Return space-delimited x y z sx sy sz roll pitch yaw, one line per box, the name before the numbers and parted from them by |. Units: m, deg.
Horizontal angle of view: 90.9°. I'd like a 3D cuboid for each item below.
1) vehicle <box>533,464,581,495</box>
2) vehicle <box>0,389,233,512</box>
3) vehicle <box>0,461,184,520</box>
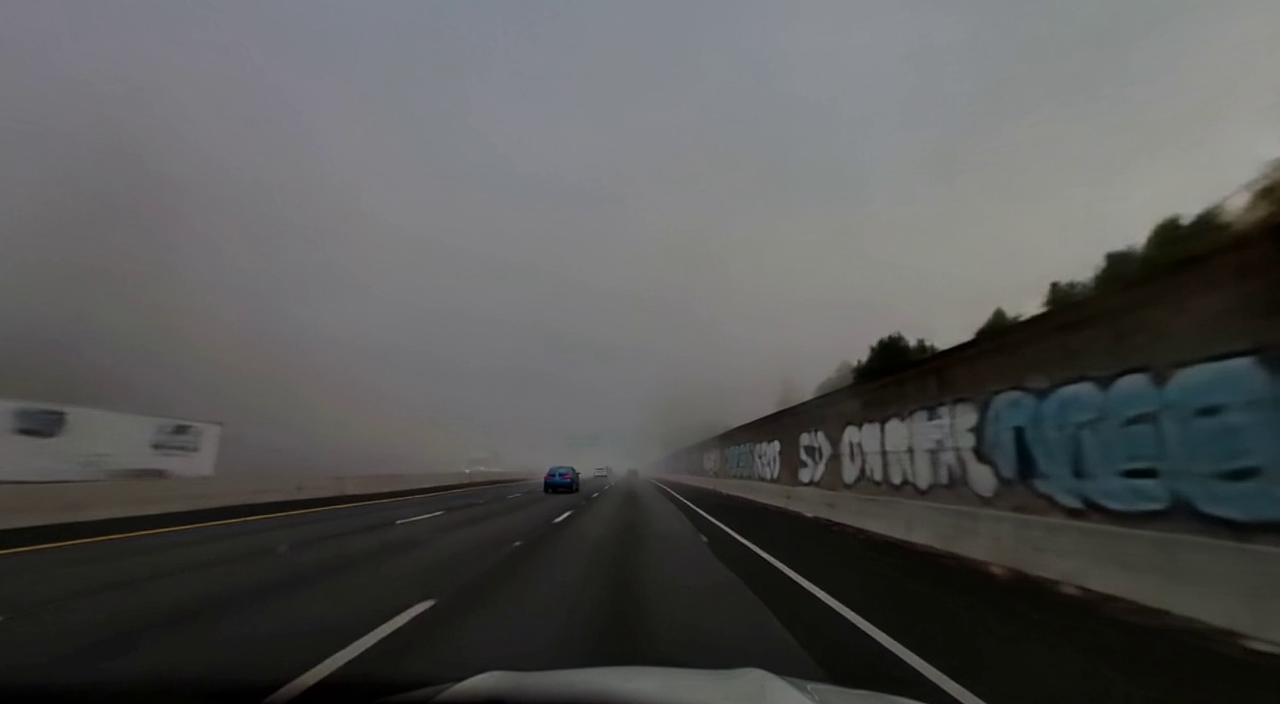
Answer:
vehicle | -4.134 6.435 31.896 1.941 1.437 3.829 1 -10 0
vehicle | -22.861 4.097 25.490 2.914 4.029 14.713 1 -11 0
vehicle | -15.828 3.921 18.237 1.842 1.456 4.483 1 -10 0
